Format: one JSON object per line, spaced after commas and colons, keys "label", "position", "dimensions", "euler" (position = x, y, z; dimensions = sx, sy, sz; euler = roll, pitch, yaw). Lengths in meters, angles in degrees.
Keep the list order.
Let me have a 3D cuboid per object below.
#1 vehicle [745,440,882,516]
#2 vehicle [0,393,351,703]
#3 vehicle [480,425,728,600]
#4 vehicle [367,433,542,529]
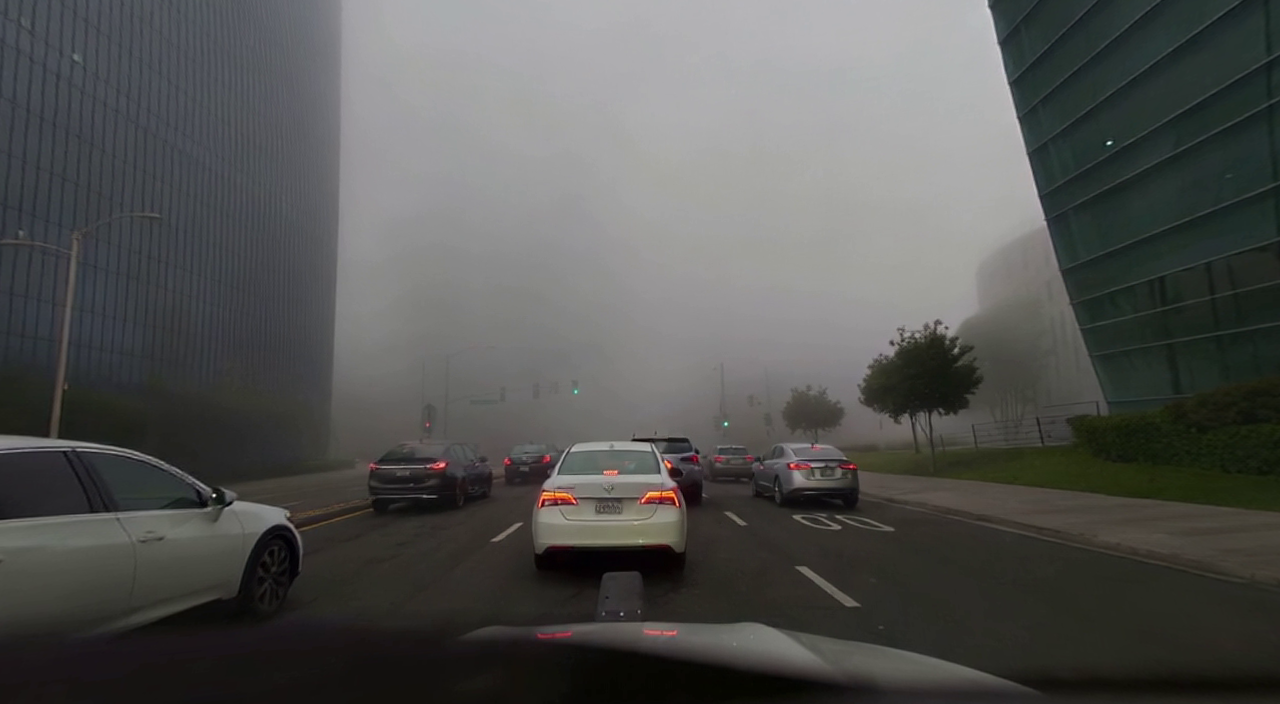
{"label": "vehicle", "position": [3.853, 2.855, 14.836], "dimensions": [1.940, 1.514, 4.187], "euler": [0, -9, -1]}
{"label": "vehicle", "position": [-3.553, 1.076, 3.500], "dimensions": [1.933, 1.520, 4.195], "euler": [0, -9, -1]}
{"label": "vehicle", "position": [-0.258, 1.741, 7.782], "dimensions": [2.174, 1.509, 4.374], "euler": [0, -9, 2]}
{"label": "vehicle", "position": [-3.340, 2.416, 12.422], "dimensions": [2.044, 1.508, 4.479], "euler": [0, -9, 1]}
